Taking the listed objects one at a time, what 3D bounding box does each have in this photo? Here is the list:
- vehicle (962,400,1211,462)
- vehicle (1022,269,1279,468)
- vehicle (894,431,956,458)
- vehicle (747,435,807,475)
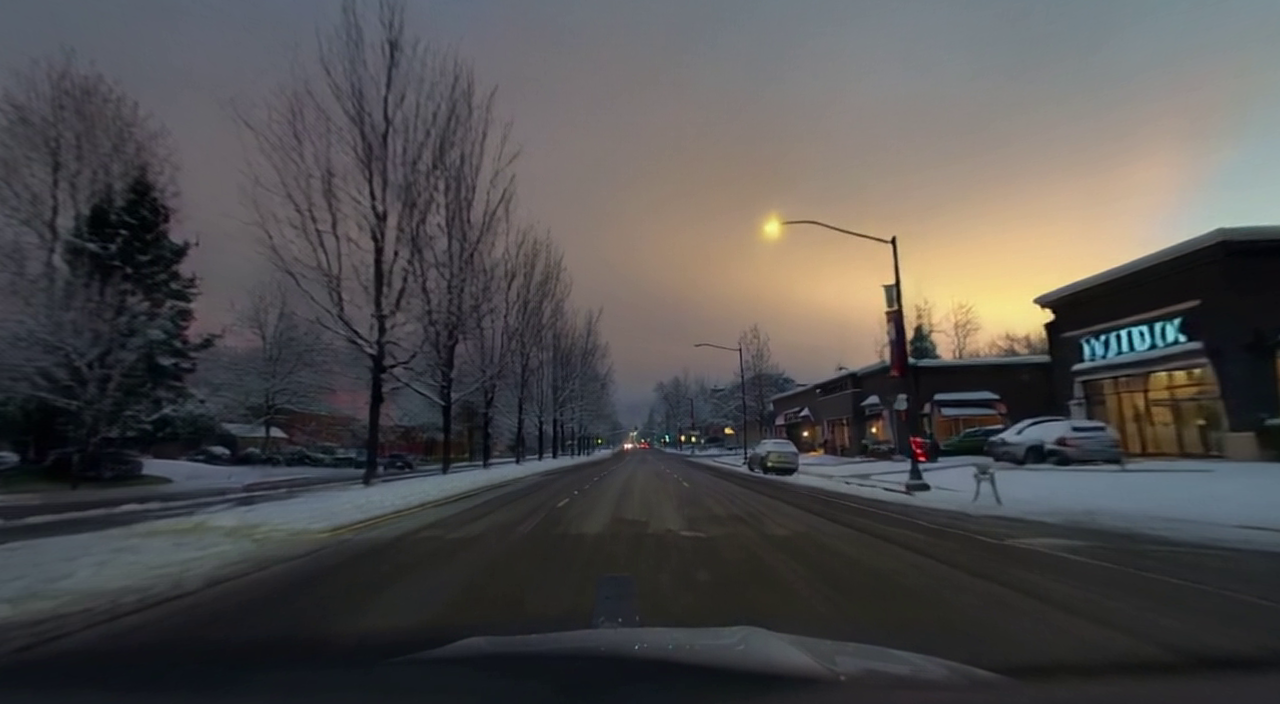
[{"bbox_3d":[14.428,2.648,20.481,6.592,1.676,4.007,5,-10,-29],"label":"vehicle"},{"bbox_3d":[22.901,0.470,21.366,16.415,6.611,1.394,-5,-10,25],"label":"vehicle"},{"bbox_3d":[14.451,4.677,31.963,3.386,1.301,0.852,4,-10,-27],"label":"vehicle"},{"bbox_3d":[7.009,5.313,32.816,1.954,1.907,4.736,0,-9,-1],"label":"vehicle"}]
